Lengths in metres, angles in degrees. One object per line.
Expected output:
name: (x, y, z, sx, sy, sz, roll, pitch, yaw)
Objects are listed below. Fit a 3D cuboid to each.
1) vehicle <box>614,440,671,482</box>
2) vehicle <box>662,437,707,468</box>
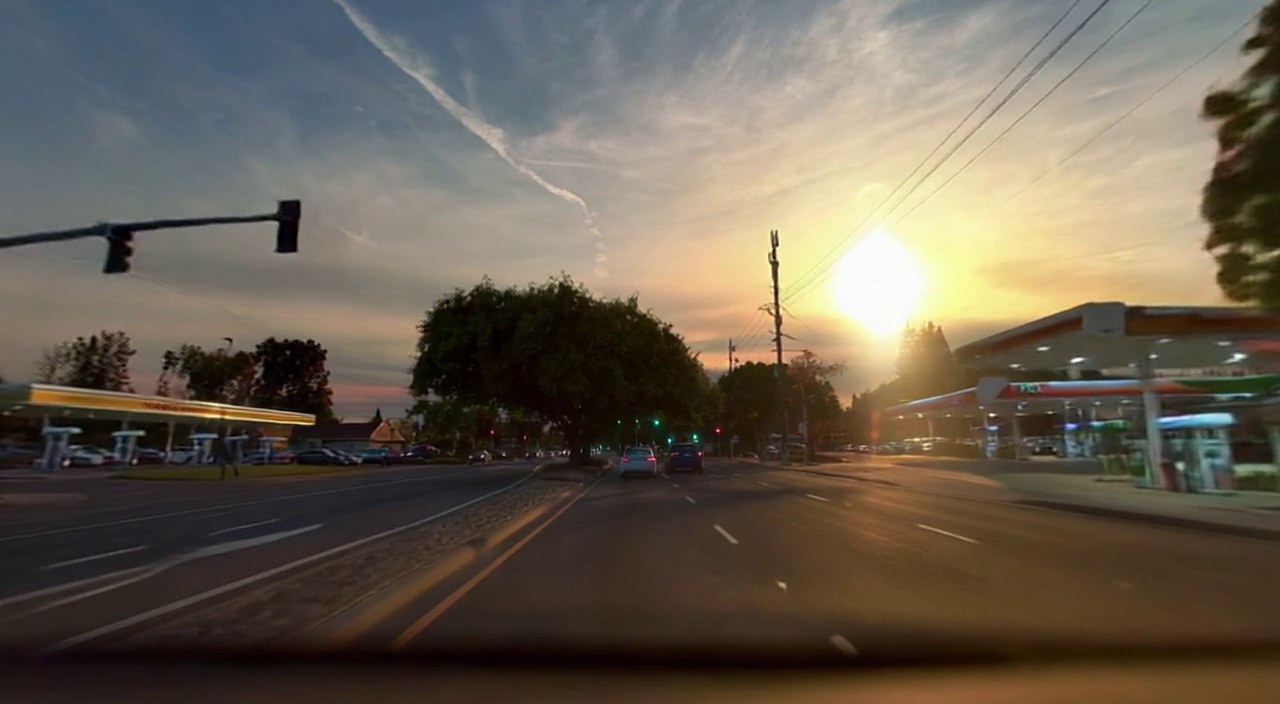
vehicle: (0.072, 4.413, 25.734, 2.145, 1.572, 4.021, 0, -9, -1)
vehicle: (3.122, 7.291, 45.784, 2.731, 2.101, 6.047, 0, -9, -1)
